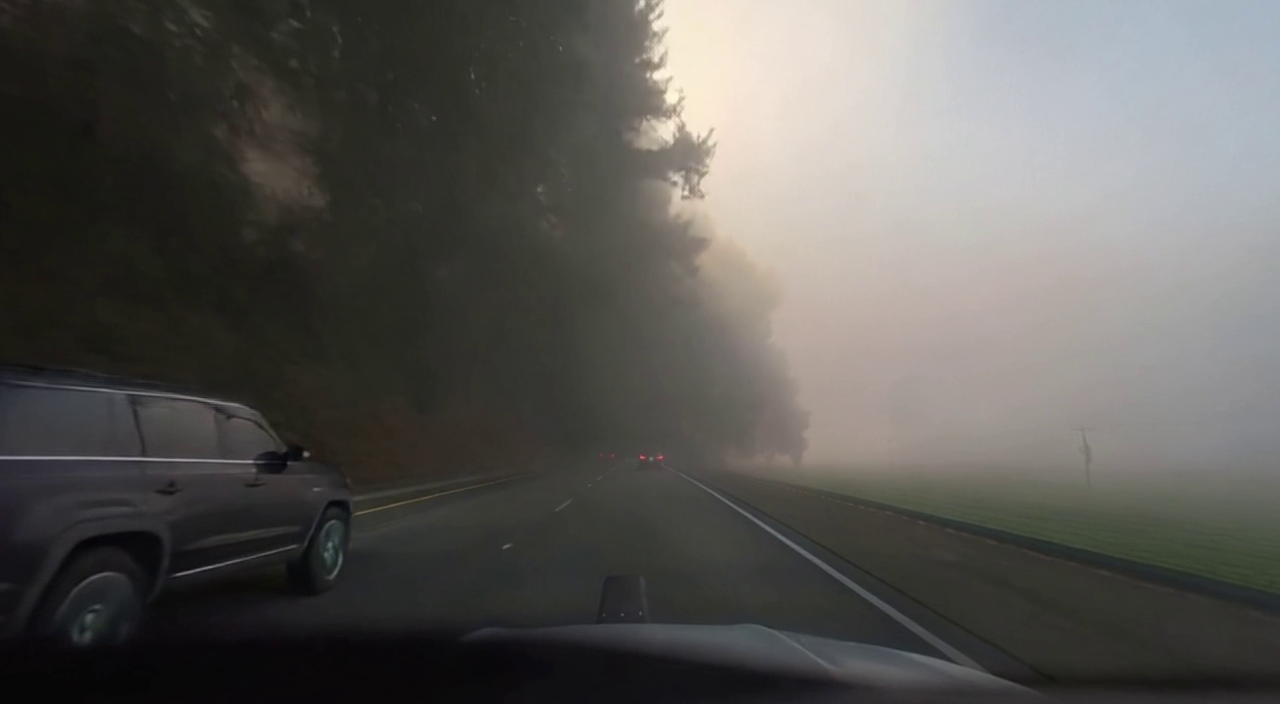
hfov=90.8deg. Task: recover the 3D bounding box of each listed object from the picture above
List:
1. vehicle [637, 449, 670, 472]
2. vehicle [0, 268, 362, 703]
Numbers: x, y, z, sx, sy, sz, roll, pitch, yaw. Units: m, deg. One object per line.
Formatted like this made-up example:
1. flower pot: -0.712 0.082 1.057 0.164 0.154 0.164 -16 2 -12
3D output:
1. vehicle: 0.861 7.322 42.878 2.046 1.452 4.407 0 -9 -1
2. vehicle: -3.724 0.798 3.102 2.418 2.049 4.930 0 -9 0
